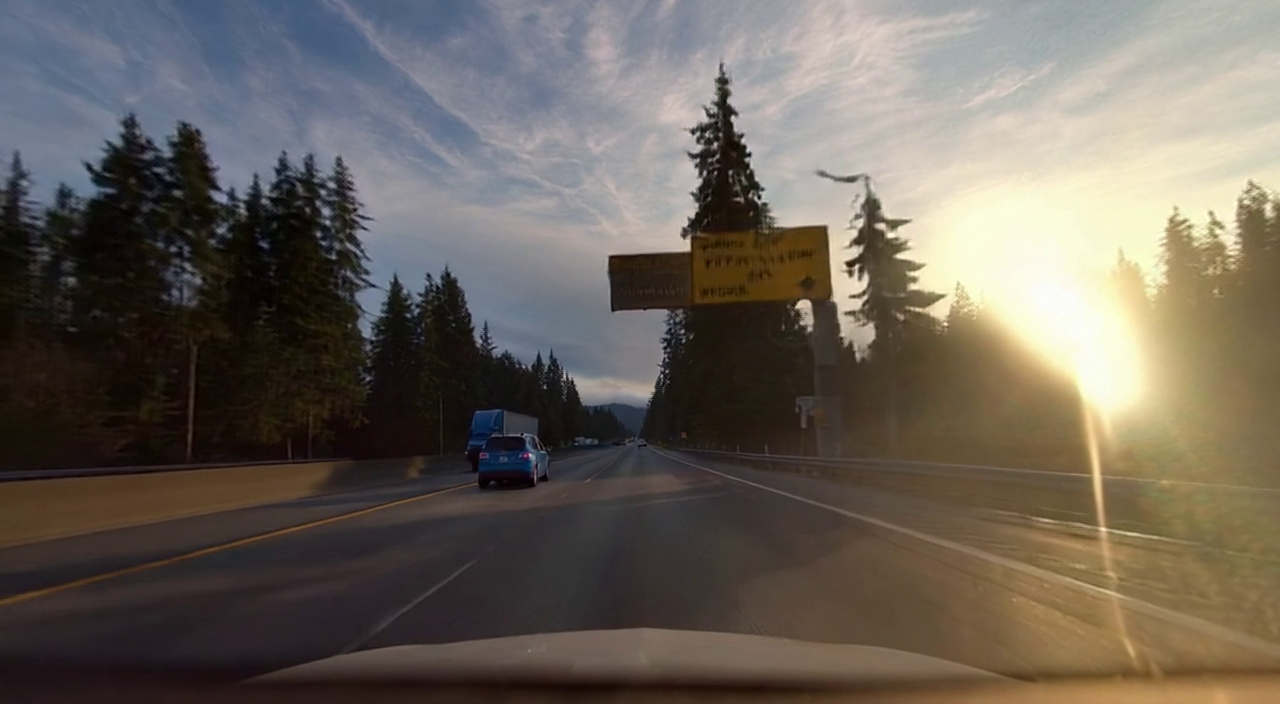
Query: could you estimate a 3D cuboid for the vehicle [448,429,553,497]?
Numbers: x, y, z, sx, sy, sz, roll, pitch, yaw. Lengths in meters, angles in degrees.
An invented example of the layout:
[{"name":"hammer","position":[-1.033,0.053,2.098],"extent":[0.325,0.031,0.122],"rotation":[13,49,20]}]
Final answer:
[{"name":"vehicle","position":[-3.954,3.241,18.778],"extent":[2.084,1.752,4.479],"rotation":[0,-8,0]}]
